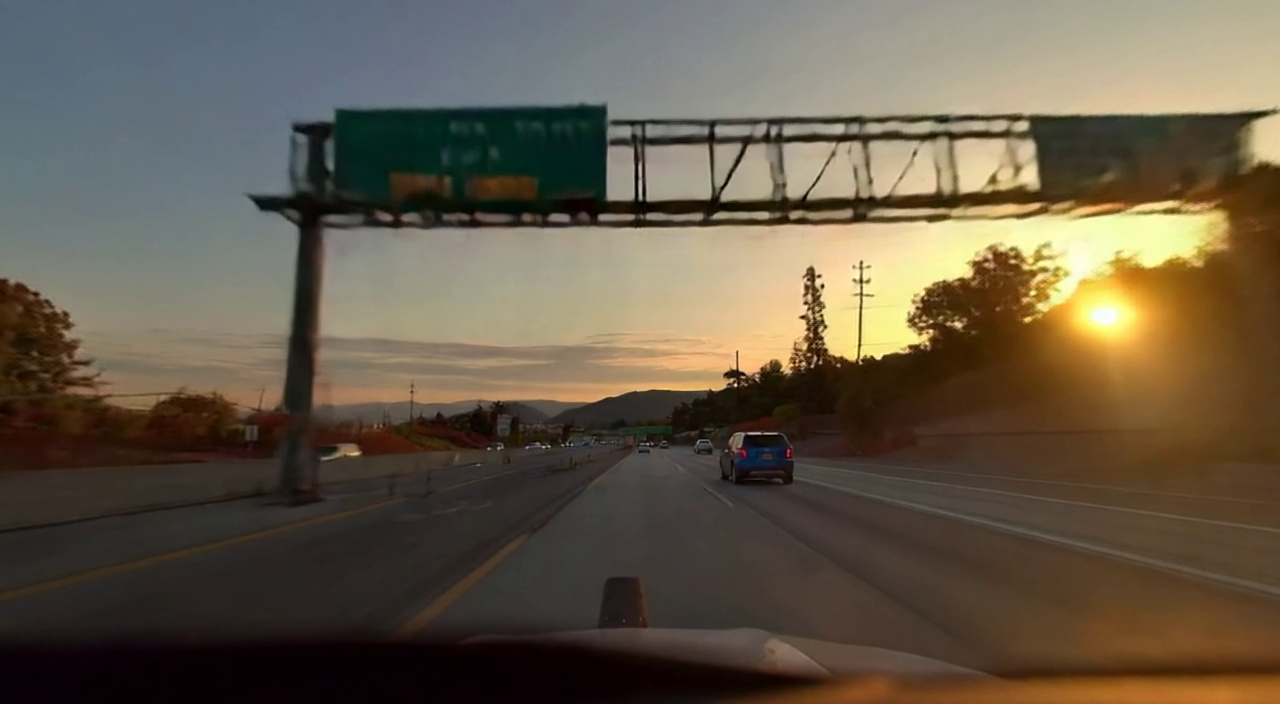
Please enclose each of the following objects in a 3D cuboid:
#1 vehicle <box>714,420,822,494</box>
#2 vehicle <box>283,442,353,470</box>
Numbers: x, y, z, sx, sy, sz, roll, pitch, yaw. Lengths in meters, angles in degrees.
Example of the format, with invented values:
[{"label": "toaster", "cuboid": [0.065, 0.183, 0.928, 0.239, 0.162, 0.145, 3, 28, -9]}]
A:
[{"label": "vehicle", "cuboid": [3.457, 2.934, 17.982, 2.120, 1.832, 4.287, 0, -8, 0]}, {"label": "vehicle", "cuboid": [-19.657, 6.345, 38.769, 2.037, 1.612, 4.332, 0, -8, 0]}]
